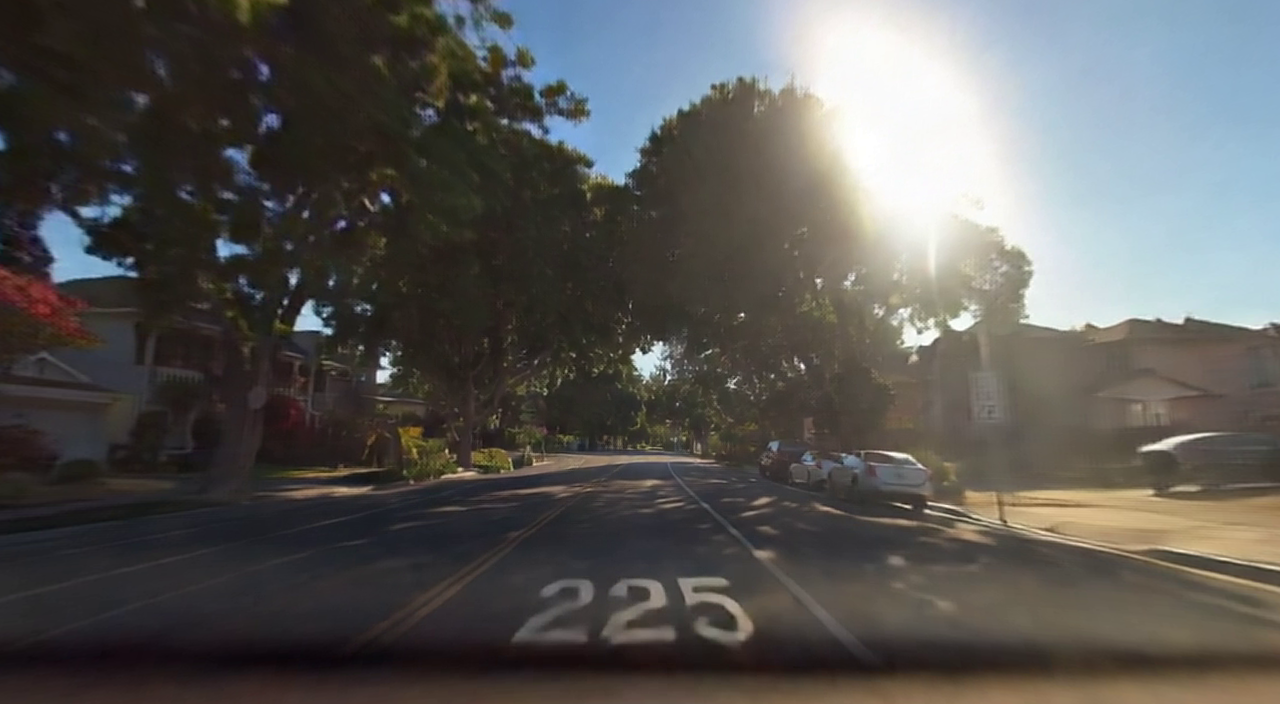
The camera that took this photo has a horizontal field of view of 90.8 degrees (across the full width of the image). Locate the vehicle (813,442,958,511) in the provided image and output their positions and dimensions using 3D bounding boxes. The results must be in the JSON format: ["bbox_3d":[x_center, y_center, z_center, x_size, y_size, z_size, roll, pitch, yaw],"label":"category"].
[{"bbox_3d":[6.168,3.157,16.564,1.893,1.543,4.434,0,-9,-2],"label":"vehicle"}]
